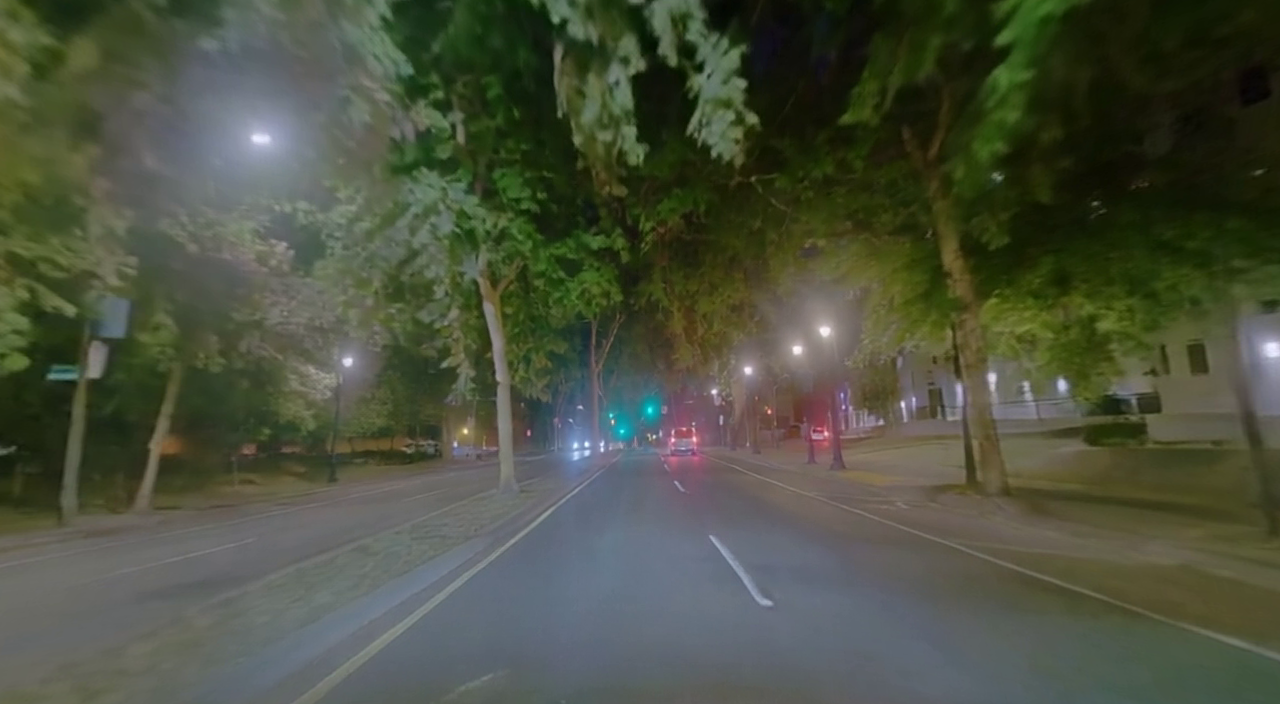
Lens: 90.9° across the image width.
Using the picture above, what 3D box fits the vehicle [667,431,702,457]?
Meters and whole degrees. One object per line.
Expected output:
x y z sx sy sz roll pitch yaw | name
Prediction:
3.041 6.395 43.884 2.129 1.719 4.205 0 -8 0 | vehicle
